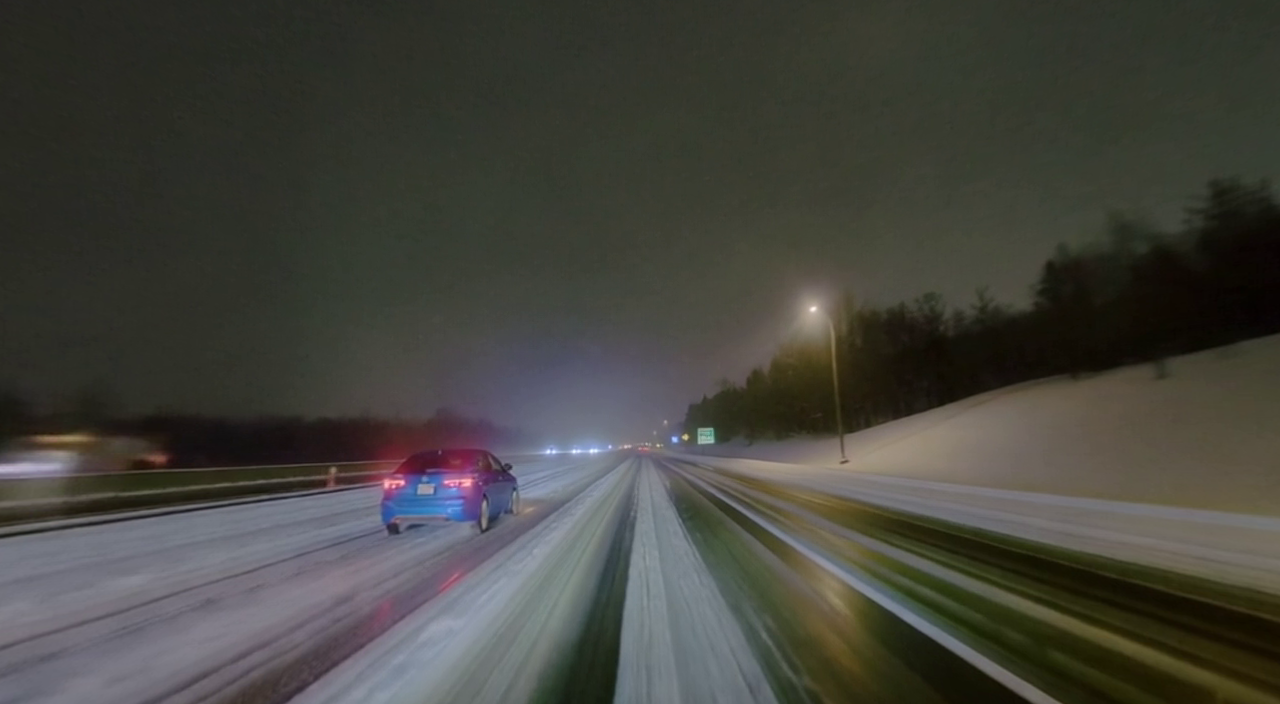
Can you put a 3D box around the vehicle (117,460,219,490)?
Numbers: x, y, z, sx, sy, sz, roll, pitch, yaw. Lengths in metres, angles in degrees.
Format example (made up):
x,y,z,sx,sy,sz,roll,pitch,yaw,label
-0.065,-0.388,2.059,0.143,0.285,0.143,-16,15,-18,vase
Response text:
x,y,z,sx,sy,sz,roll,pitch,yaw,label
-24.965,6.501,33.570,2.283,1.455,3.923,0,-9,2,vehicle

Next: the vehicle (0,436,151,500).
x,y,z,sx,sy,sz,roll,pitch,yaw,label
-25.036,4.993,27.687,2.298,2.459,5.934,0,-9,1,vehicle

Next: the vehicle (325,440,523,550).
x,y,z,sx,sy,sz,roll,pitch,yaw,label
-3.330,2.262,10.625,1.935,1.479,3.787,0,-9,1,vehicle
